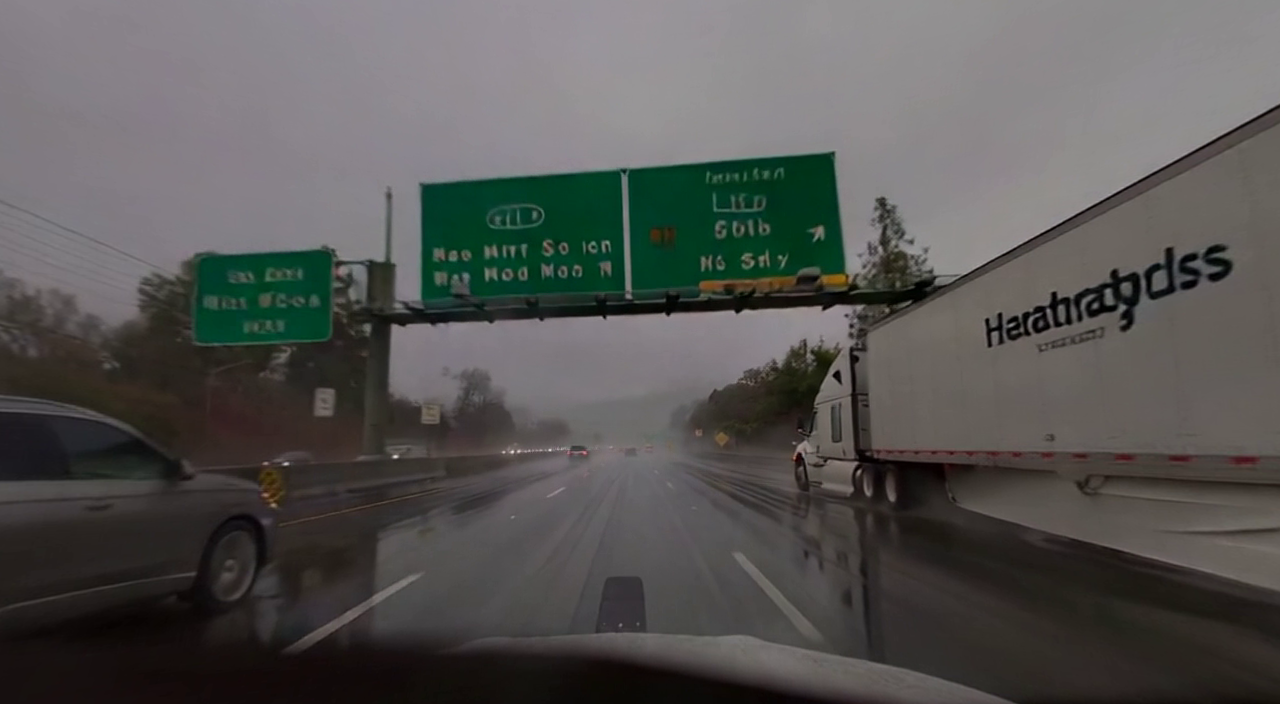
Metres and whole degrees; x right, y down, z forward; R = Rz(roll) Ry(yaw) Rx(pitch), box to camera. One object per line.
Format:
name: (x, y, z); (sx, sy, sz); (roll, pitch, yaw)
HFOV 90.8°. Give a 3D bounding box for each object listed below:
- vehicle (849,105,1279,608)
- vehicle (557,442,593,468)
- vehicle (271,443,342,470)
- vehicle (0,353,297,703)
vehicle: (6.833, 0.414, 7.808); (2.919, 4.195, 15.833); (0, -9, -1)
vehicle: (-4.308, 6.944, 42.556); (2.027, 1.651, 4.099); (0, -9, 0)
vehicle: (-21.458, 6.720, 40.913); (2.078, 1.610, 4.663); (0, -9, 0)
vehicle: (-3.994, 0.852, 3.029); (2.084, 1.634, 4.693); (0, -9, -1)
